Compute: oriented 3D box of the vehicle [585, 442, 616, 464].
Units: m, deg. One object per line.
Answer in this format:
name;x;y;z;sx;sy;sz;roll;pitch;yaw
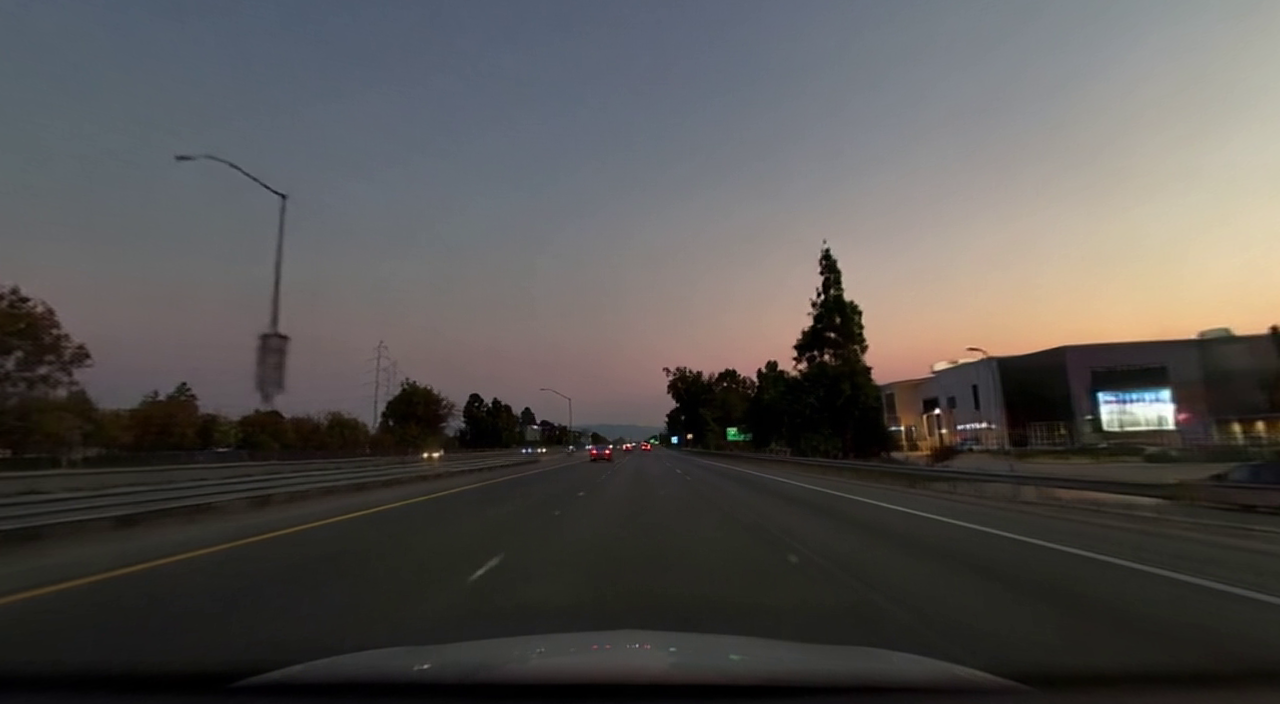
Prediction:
vehicle;-2.917;7.592;47.476;2.015;1.557;4.229;0;-9;1
